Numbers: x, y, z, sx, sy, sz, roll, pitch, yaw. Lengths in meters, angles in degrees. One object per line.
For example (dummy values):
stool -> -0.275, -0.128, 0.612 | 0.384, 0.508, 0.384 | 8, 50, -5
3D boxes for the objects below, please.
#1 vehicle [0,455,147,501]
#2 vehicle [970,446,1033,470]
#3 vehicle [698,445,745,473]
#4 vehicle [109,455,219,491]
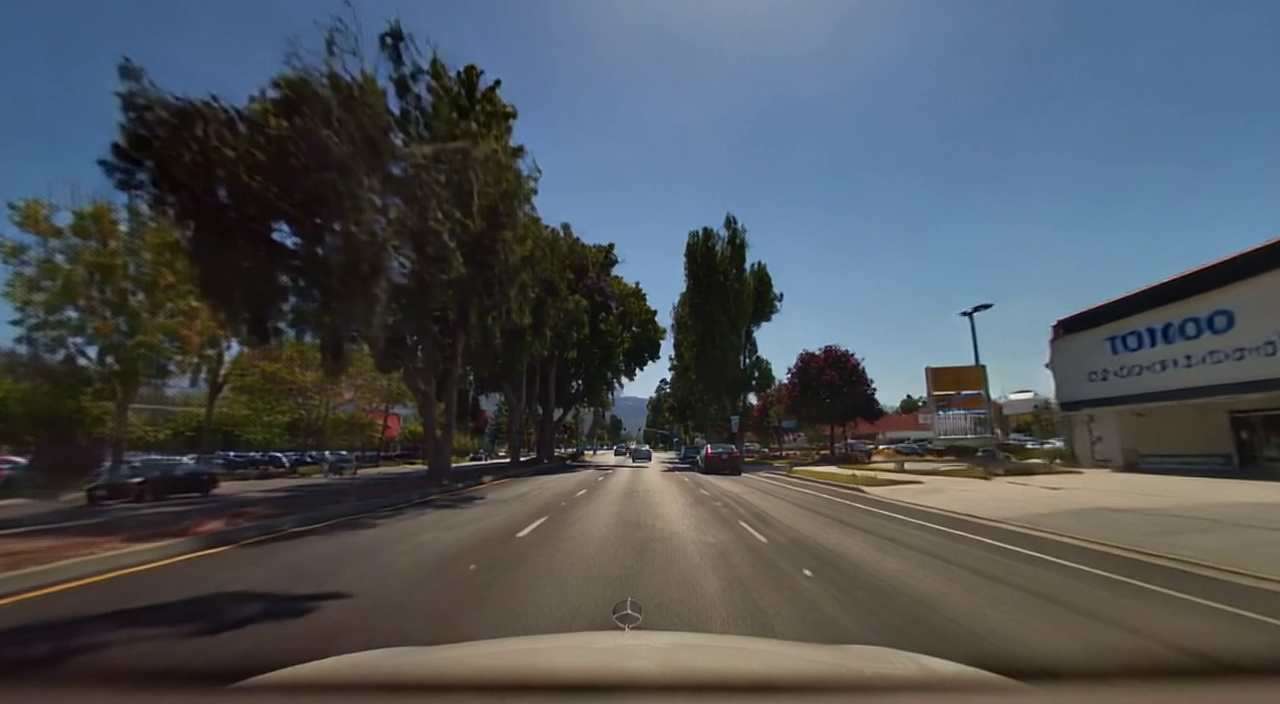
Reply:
vehicle -> -22.695, 5.005, 25.462 | 1.674, 1.483, 4.741 | -4, -8, 1
vehicle -> 26.600, 7.807, 46.565 | 1.959, 1.646, 4.226 | 1, -8, -4
vehicle -> 4.455, 5.934, 35.150 | 1.916, 1.459, 4.335 | 0, -8, -1
vehicle -> -22.707, 5.764, 30.325 | 1.841, 1.510, 4.389 | 0, -8, 0
